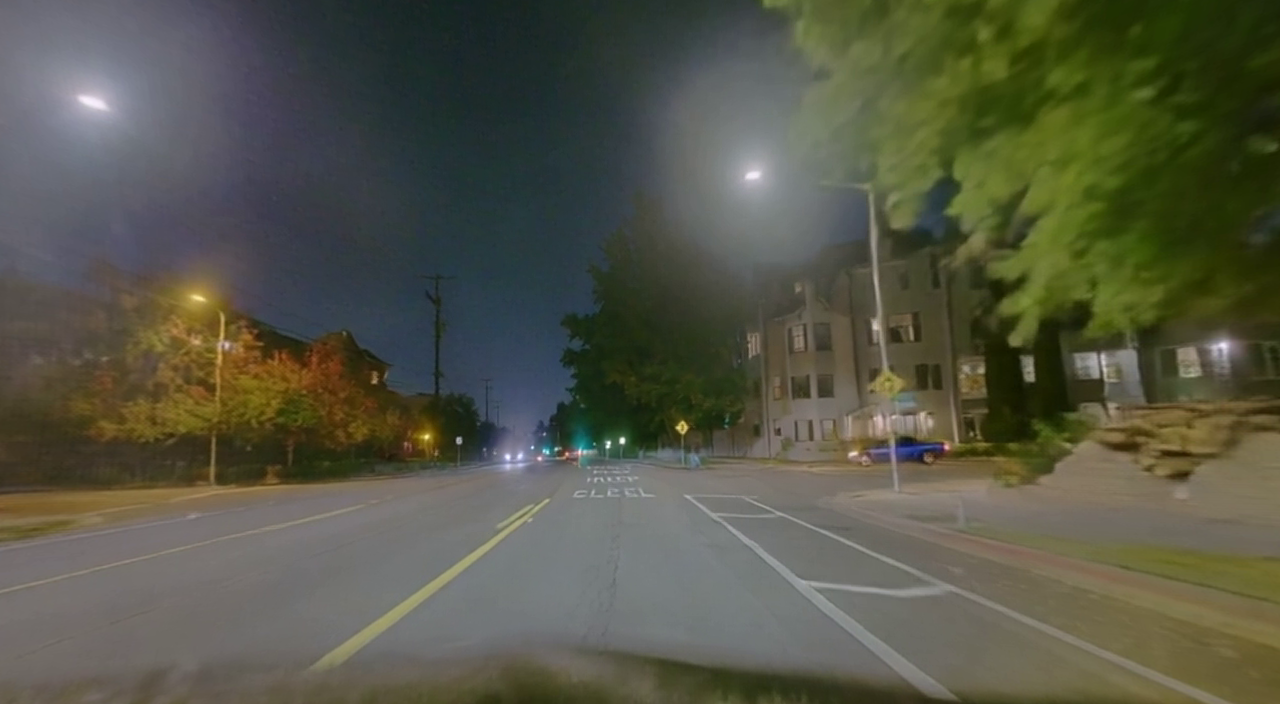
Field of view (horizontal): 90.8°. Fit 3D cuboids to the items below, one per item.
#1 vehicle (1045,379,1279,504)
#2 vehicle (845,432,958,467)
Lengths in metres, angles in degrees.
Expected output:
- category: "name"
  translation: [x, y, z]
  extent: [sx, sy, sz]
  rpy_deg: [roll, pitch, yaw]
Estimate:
- category: "vehicle"
  translation: [11.533, 1.690, 11.950]
  extent: [5.949, 2.092, 2.570]
  rpy_deg: [0, -9, -1]
- category: "vehicle"
  translation: [12.892, 4.838, 31.361]
  extent: [4.702, 1.661, 1.977]
  rpy_deg: [0, -8, 0]
